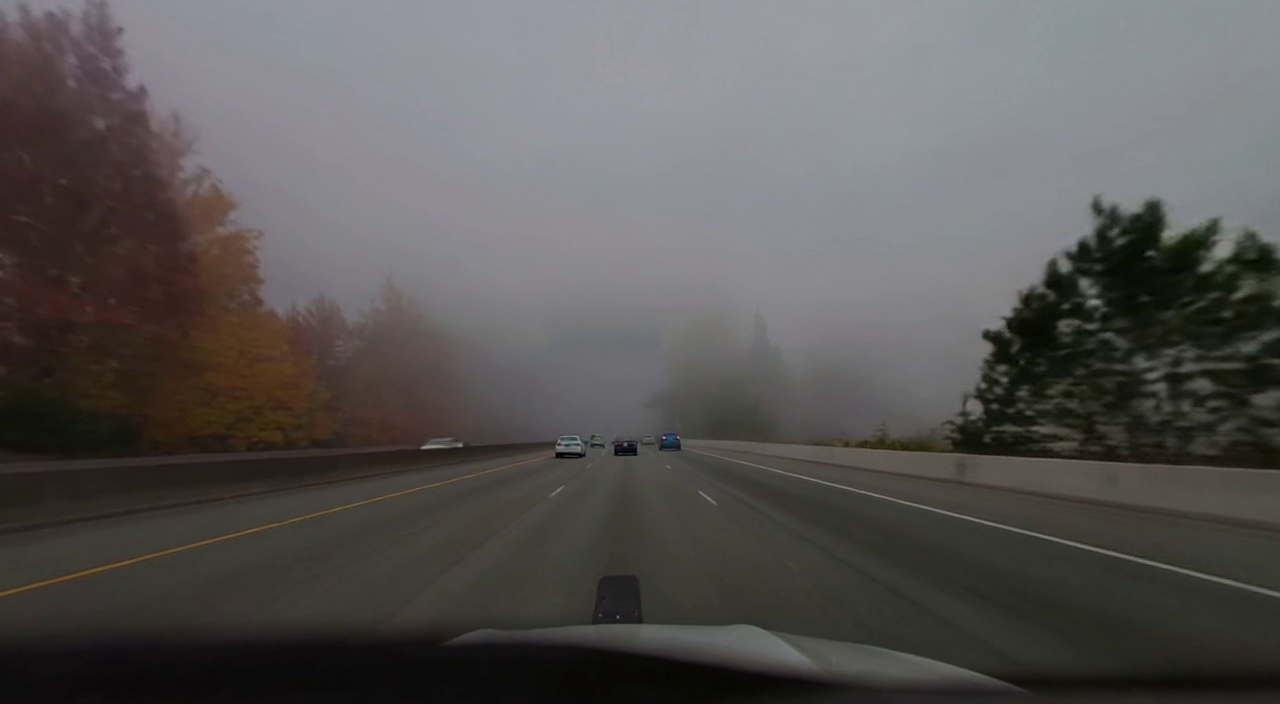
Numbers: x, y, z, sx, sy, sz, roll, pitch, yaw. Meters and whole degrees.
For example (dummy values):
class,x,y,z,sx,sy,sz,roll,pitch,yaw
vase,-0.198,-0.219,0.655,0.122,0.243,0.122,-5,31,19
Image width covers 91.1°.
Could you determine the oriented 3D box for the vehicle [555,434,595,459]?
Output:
class,x,y,z,sx,sy,sz,roll,pitch,yaw
vehicle,-4.116,6.078,40.520,2.103,1.507,4.367,0,-8,0
